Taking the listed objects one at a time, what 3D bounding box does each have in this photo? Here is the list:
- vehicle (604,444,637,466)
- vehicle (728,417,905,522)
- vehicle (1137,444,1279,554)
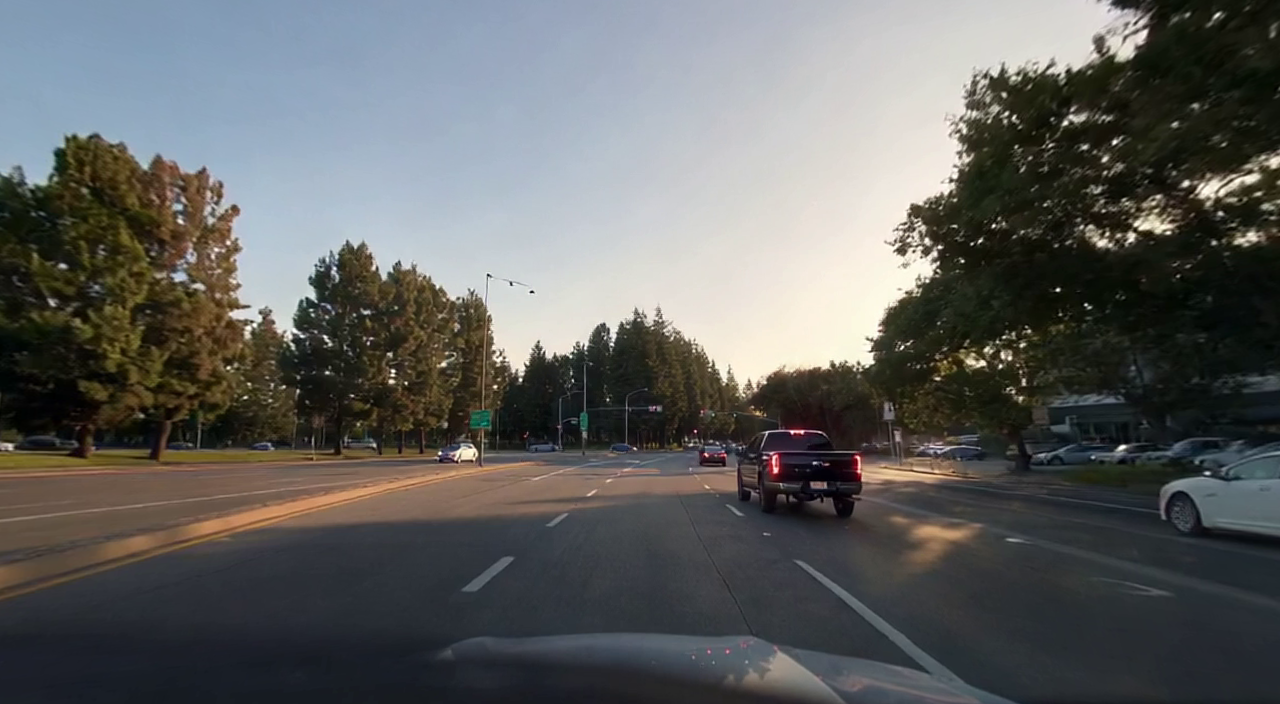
[{"bbox_3d":[-1.406,7.702,47.389,1.958,1.542,4.175,-1,-9,5],"label":"vehicle"},{"bbox_3d":[3.441,2.451,13.769,2.333,1.777,5.713,0,-8,2],"label":"vehicle"},{"bbox_3d":[9.862,2.103,8.988,1.963,1.513,4.600,1,-8,3],"label":"vehicle"}]
